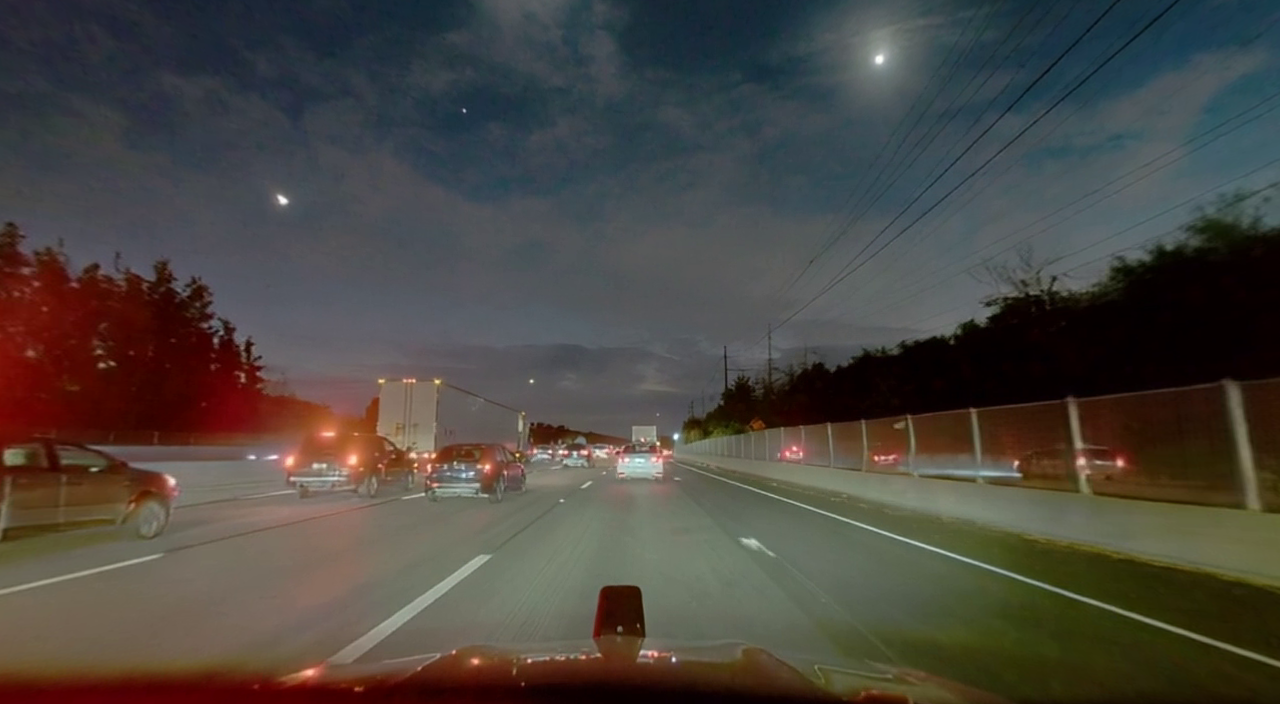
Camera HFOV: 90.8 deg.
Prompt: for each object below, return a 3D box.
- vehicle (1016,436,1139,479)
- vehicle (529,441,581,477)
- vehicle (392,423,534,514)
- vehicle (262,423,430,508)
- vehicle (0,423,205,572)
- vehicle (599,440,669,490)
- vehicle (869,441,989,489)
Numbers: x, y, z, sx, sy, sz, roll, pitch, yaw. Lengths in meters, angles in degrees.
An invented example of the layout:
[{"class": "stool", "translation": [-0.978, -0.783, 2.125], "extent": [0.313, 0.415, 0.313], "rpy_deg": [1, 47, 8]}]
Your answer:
[{"class": "vehicle", "translation": [17.766, 4.297, 25.982], "extent": [1.936, 1.591, 4.362], "rpy_deg": [0, -9, 0]}, {"class": "vehicle", "translation": [-3.848, 4.890, 29.125], "extent": [1.870, 1.485, 4.304], "rpy_deg": [0, -8, -1]}, {"class": "vehicle", "translation": [-3.742, 2.554, 14.275], "extent": [1.923, 1.716, 4.289], "rpy_deg": [0, -8, 1]}, {"class": "vehicle", "translation": [-6.926, 2.721, 15.527], "extent": [2.027, 1.762, 4.386], "rpy_deg": [0, -9, 0]}, {"class": "vehicle", "translation": [-7.647, 1.578, 7.053], "extent": [2.165, 1.511, 4.810], "rpy_deg": [0, -8, 0]}, {"class": "vehicle", "translation": [-0.196, 3.677, 20.929], "extent": [2.089, 1.477, 3.818], "rpy_deg": [0, -8, 0]}, {"class": "vehicle", "translation": [10.077, 3.953, 22.525], "extent": [1.974, 1.495, 4.734], "rpy_deg": [0, -9, -1]}]
